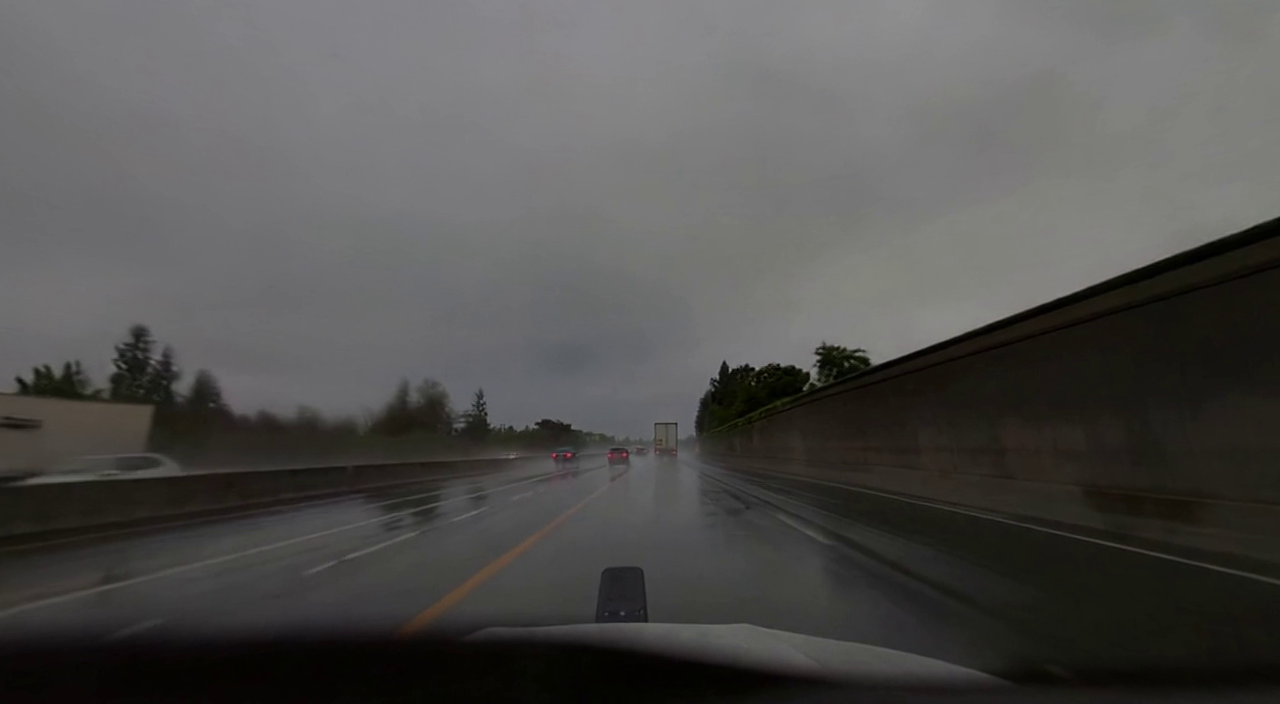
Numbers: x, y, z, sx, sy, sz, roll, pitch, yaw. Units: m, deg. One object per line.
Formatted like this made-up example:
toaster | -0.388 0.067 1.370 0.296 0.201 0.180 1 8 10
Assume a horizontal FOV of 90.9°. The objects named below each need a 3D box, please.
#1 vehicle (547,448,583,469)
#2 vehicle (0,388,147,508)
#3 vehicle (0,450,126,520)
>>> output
vehicle | -5.759 8.258 48.972 2.031 1.521 4.503 0 -9 2
vehicle | -23.018 3.015 19.780 2.920 3.966 14.592 0 -9 2
vehicle | -14.940 3.072 14.839 1.915 1.506 4.321 0 -9 2
